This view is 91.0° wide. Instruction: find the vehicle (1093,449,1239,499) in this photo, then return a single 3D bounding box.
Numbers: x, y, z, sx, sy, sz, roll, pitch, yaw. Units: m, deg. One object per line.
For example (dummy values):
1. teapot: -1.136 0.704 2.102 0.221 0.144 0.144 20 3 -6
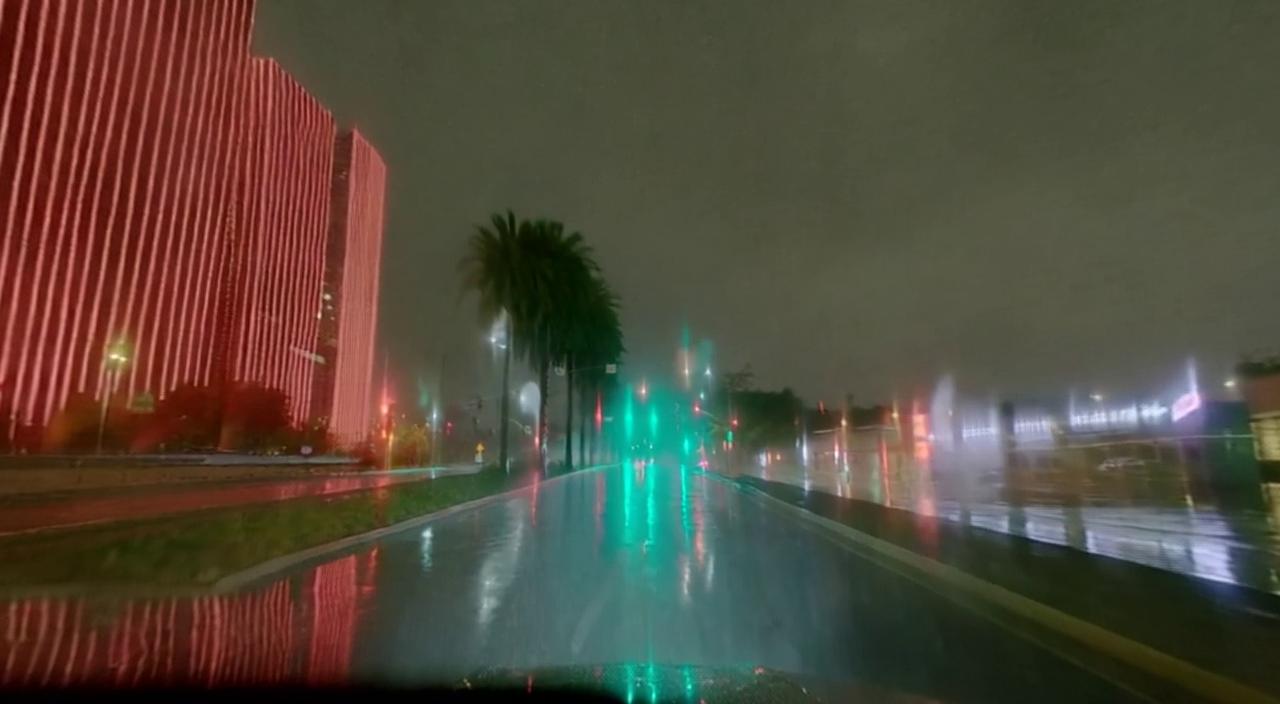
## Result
1. vehicle: 28.988 6.913 35.115 2.599 2.380 6.013 -1 -14 -2
